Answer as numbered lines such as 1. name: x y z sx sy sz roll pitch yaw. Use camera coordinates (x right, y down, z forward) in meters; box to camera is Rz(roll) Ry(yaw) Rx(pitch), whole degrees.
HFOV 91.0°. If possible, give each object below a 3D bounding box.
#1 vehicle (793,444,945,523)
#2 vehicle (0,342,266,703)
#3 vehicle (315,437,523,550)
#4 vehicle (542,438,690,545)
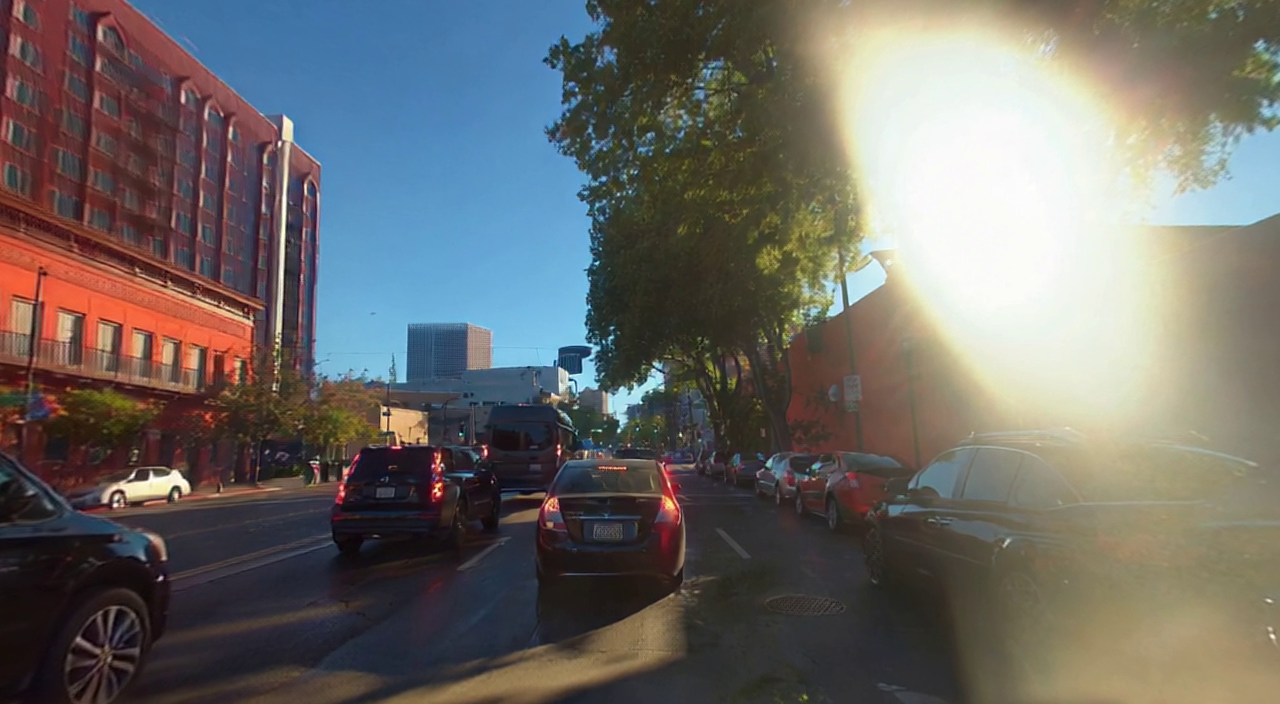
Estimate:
1. vehicle: 4.910 2.855 14.199 1.832 1.491 4.054 1 -9 -1
2. vehicle: -3.723 0.752 1.979 2.140 1.768 4.685 0 -9 1
3. vehicle: -3.527 2.328 11.106 1.995 1.554 4.426 0 -9 1
4. vehicle: -0.362 2.343 11.261 2.152 1.518 4.113 0 -9 -1
